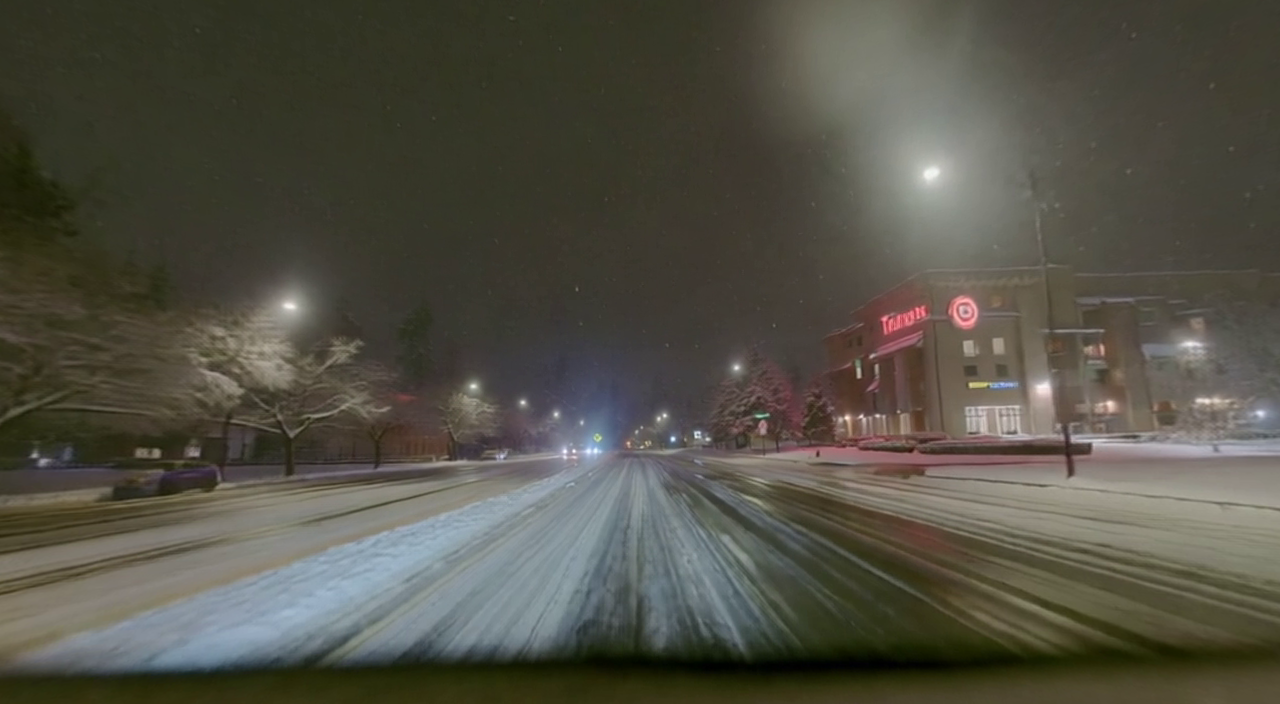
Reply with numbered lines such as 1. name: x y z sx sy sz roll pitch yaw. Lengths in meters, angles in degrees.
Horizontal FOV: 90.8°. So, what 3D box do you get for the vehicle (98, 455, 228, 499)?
1. vehicle: -19.260 5.040 25.811 2.018 1.476 4.310 -2 -8 -1
